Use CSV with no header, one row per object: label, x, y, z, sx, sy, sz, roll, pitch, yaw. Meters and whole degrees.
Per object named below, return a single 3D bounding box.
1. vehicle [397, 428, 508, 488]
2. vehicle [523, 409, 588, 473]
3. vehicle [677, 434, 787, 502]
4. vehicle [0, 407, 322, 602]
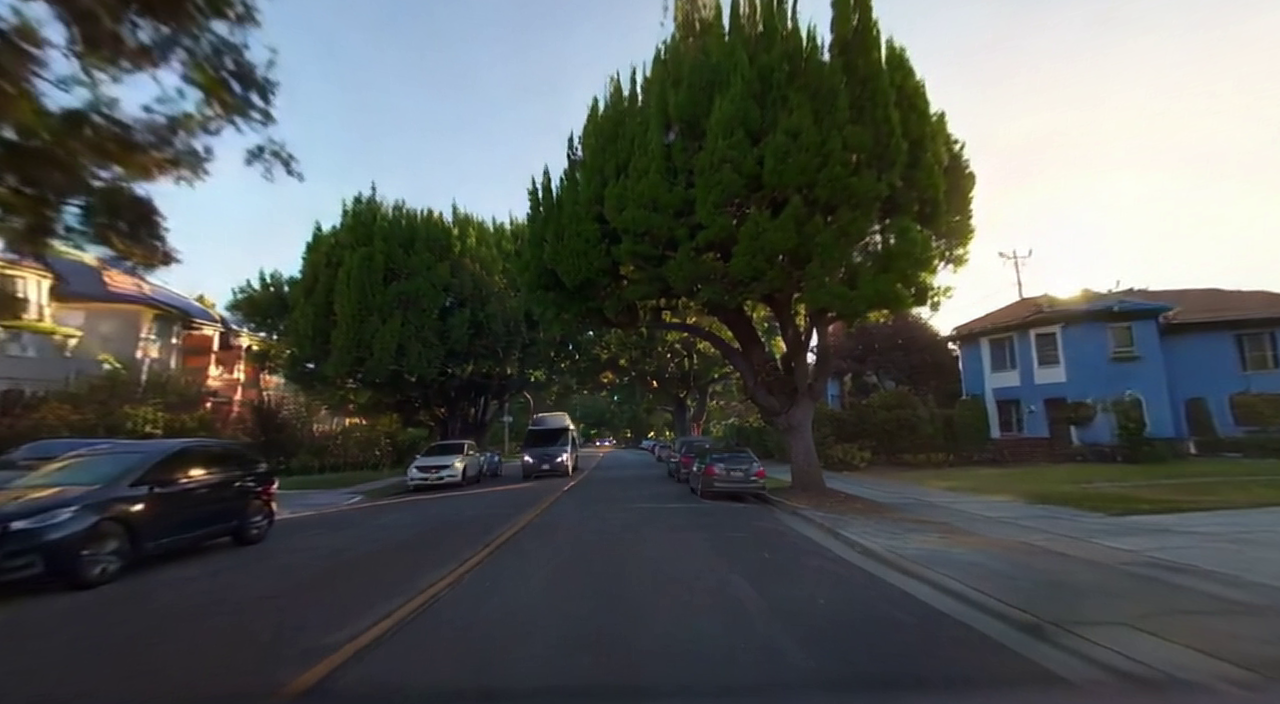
vehicle,-6.453,3.722,22.563,2.265,1.876,5.371,0,-8,1
vehicle,-3.997,4.399,31.212,2.469,2.819,6.393,0,-8,-2
vehicle,2.225,2.943,16.482,1.996,1.516,4.122,0,-8,-4
vehicle,-6.103,1.678,7.867,2.033,1.721,4.328,0,-8,0
